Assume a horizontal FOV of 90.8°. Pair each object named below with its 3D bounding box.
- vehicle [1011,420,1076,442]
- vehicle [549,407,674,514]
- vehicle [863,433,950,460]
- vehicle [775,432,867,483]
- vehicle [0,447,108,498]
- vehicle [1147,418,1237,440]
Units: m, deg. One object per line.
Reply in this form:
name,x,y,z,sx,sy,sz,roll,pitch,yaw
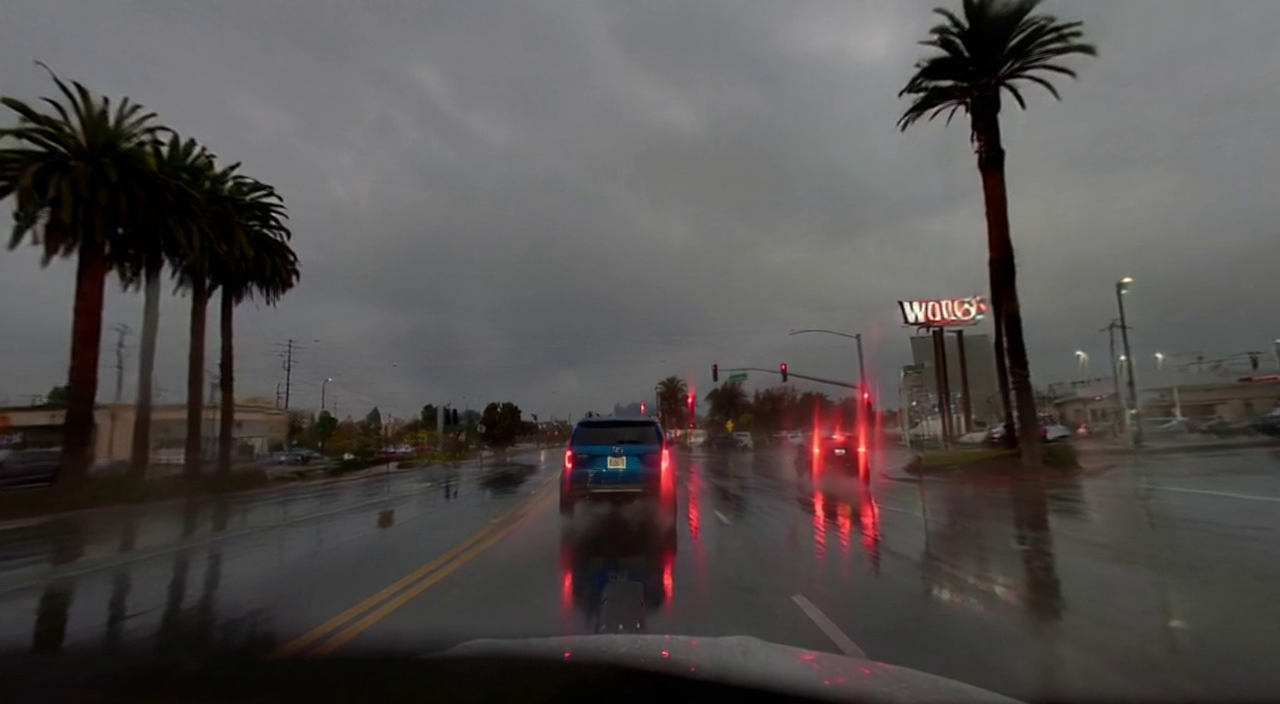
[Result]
vehicle,31.727,6.274,49.775,4.167,1.655,1.841,-5,-10,31
vehicle,-0.579,2.317,13.909,2.263,1.932,4.709,0,-8,-2
vehicle,15.405,5.433,36.510,4.745,1.474,1.923,4,-9,-26
vehicle,6.163,3.634,22.066,2.086,1.560,4.542,-1,-8,3
vehicle,-19.457,3.683,19.527,4.277,1.482,1.950,0,-8,2
vehicle,39.067,5.478,44.879,4.527,1.458,1.778,-6,-10,34
